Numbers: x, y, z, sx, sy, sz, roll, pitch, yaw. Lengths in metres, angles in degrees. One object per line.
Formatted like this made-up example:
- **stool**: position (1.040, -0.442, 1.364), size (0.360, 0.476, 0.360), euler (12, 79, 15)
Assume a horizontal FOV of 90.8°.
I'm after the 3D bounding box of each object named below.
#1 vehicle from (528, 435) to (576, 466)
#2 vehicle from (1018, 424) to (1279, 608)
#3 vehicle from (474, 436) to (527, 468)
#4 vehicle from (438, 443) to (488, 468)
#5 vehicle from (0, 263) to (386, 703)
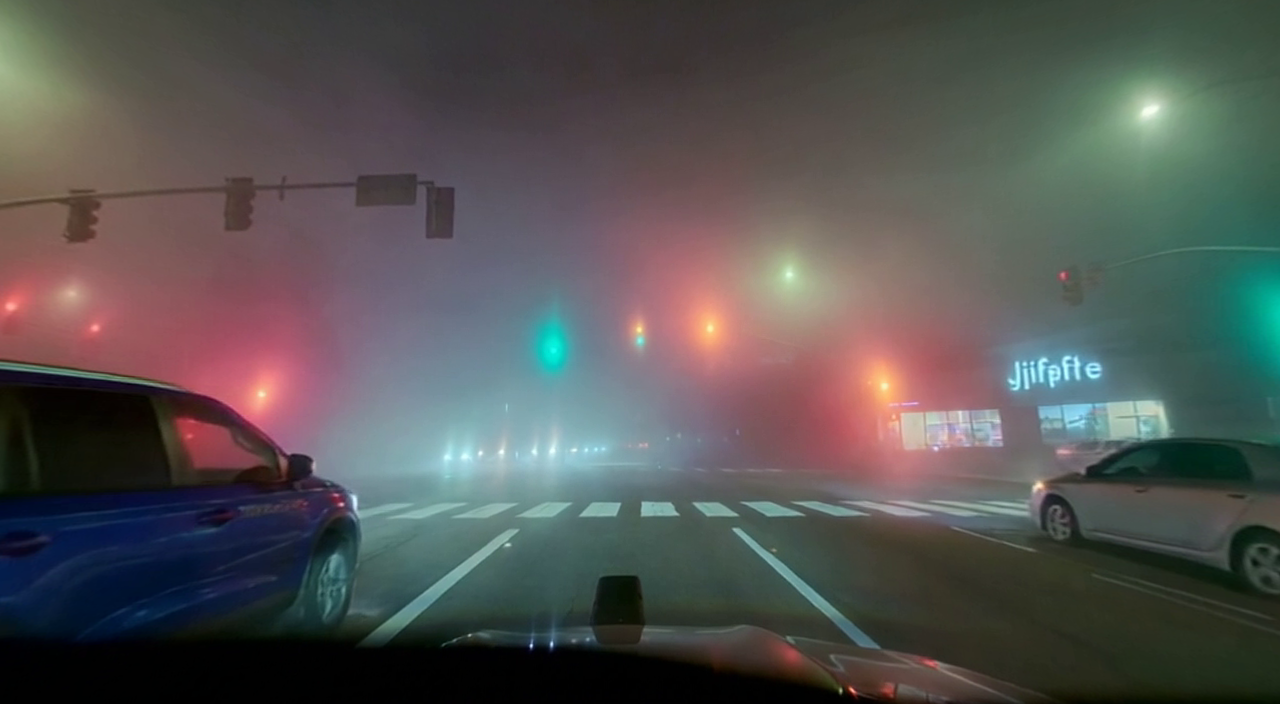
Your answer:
- **vehicle**: position (-5.457, 6.222, 40.035), size (2.384, 1.787, 5.038), euler (0, -8, -1)
- **vehicle**: position (6.162, 1.475, 6.143), size (1.972, 1.476, 4.775), euler (0, -8, -1)
- **vehicle**: position (-8.445, 6.120, 38.776), size (2.273, 1.791, 4.809), euler (0, -8, -1)
- **vehicle**: position (-11.362, 6.666, 40.839), size (2.003, 1.476, 4.082), euler (0, -8, 1)
- **vehicle**: position (-3.345, 0.777, 2.944), size (2.313, 1.883, 5.016), euler (0, -9, -1)
